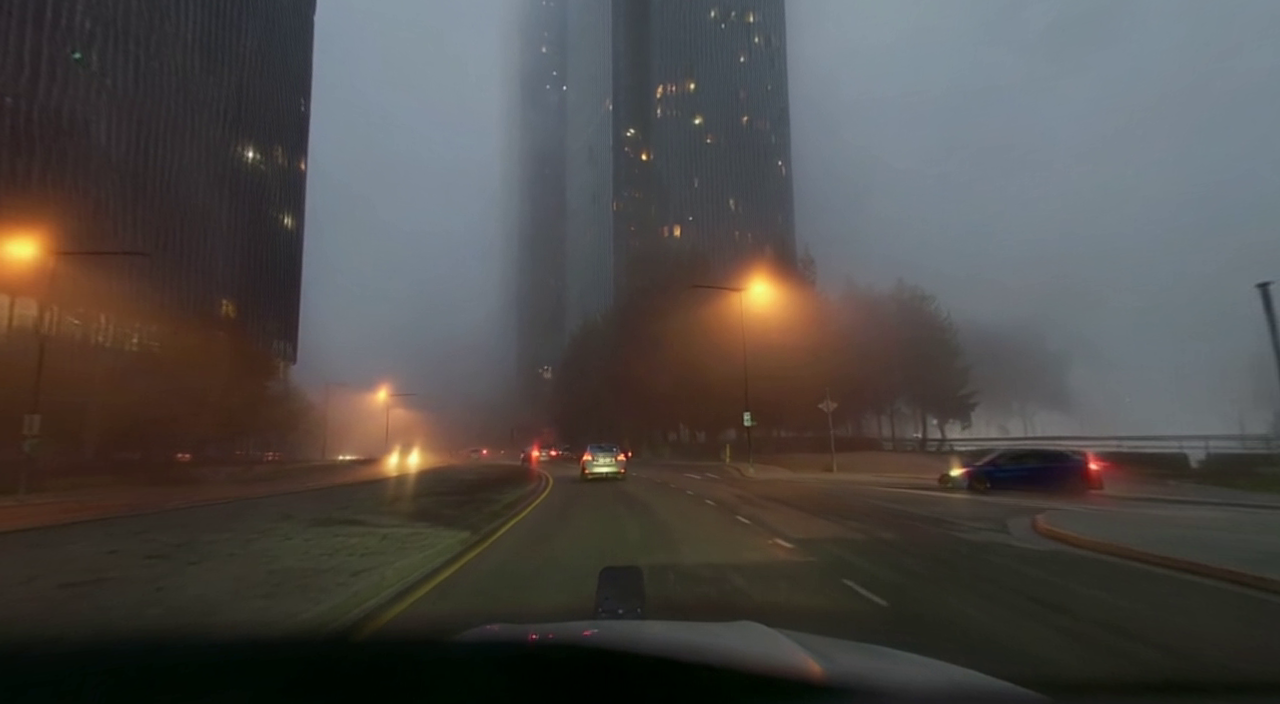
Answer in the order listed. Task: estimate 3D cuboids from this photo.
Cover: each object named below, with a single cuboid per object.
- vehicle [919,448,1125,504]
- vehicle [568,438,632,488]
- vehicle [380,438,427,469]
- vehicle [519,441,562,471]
[{"bbox_3d":[11.080,3.620,18.640,4.645,1.505,2.100,-1,-9,7],"label":"vehicle"},{"bbox_3d":[-1.467,4.111,23.682,2.183,1.675,4.319,0,-9,-3],"label":"vehicle"},{"bbox_3d":[-17.315,7.542,46.467,2.334,1.945,5.298,6,-12,-12],"label":"vehicle"},{"bbox_3d":[-6.261,6.446,39.167,2.121,1.728,4.161,3,-9,-16],"label":"vehicle"}]
